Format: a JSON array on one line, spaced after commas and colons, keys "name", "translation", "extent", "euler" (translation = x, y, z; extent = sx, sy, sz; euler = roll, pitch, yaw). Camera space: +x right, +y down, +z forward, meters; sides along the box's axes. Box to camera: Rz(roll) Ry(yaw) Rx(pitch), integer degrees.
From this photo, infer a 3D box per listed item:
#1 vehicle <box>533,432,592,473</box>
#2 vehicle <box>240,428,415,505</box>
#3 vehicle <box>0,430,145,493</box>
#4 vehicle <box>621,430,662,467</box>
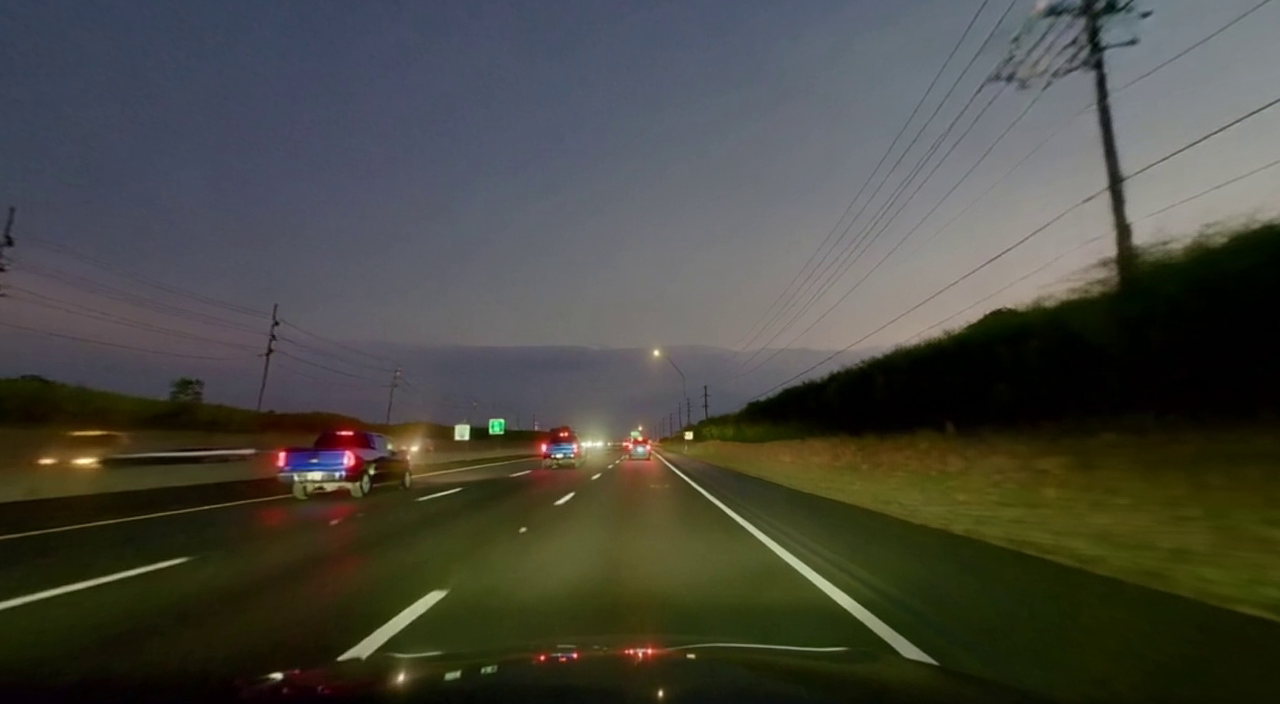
[{"name": "vehicle", "translation": [-3.662, 4.896, 30.964], "extent": [2.204, 1.812, 5.289], "euler": [0, -8, 0]}, {"name": "vehicle", "translation": [-7.408, 2.760, 15.599], "extent": [2.013, 1.609, 4.446], "euler": [0, -8, 0]}, {"name": "vehicle", "translation": [-25.012, 4.538, 26.560], "extent": [2.574, 2.287, 7.028], "euler": [0, -8, 0]}, {"name": "vehicle", "translation": [0.113, 6.016, 39.530], "extent": [2.358, 2.144, 4.713], "euler": [0, -8, 1]}]
